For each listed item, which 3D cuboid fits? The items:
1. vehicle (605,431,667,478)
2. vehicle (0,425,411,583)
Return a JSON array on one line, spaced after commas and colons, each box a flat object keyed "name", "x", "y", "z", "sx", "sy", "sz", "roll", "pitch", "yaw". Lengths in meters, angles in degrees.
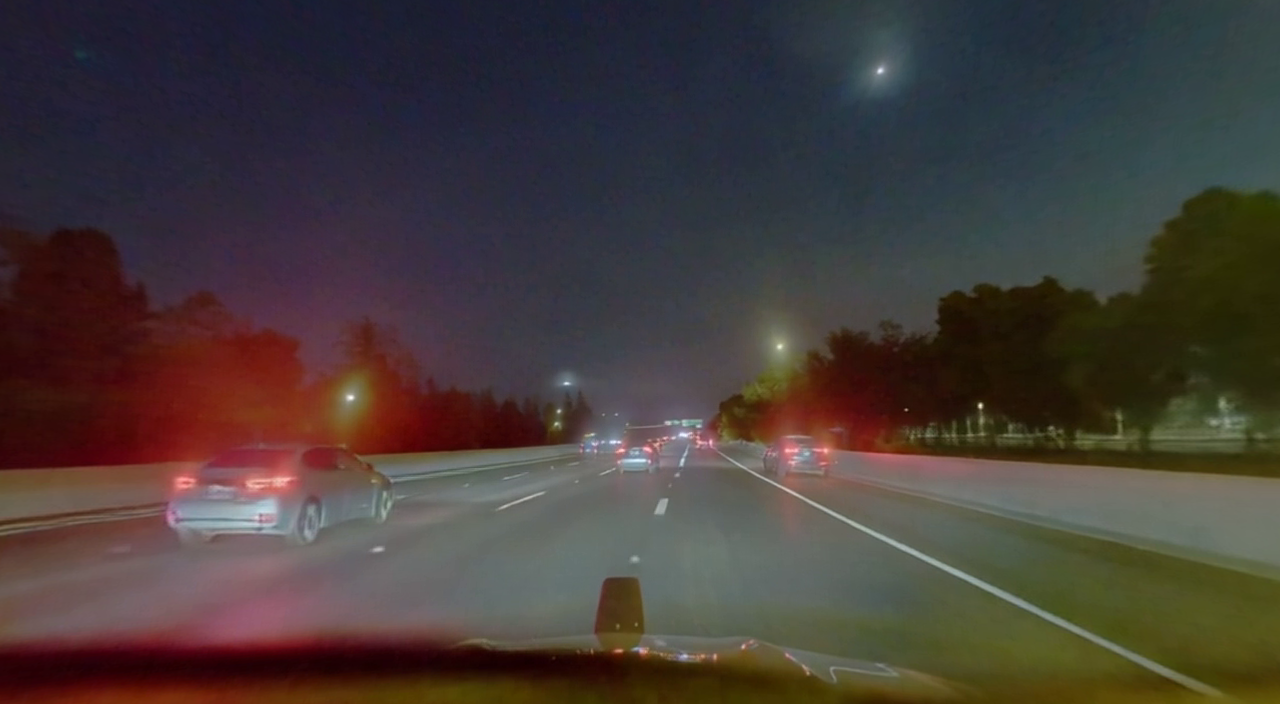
[{"name": "vehicle", "x": -0.030, "y": 4.025, "z": 25.134, "sx": 2.082, "sy": 1.638, "sz": 4.644, "roll": 0, "pitch": -8, "yaw": 4}, {"name": "vehicle", "x": -5.084, "y": 1.789, "z": 8.451, "sx": 1.981, "sy": 1.460, "sz": 4.792, "roll": 0, "pitch": -8, "yaw": 4}]
